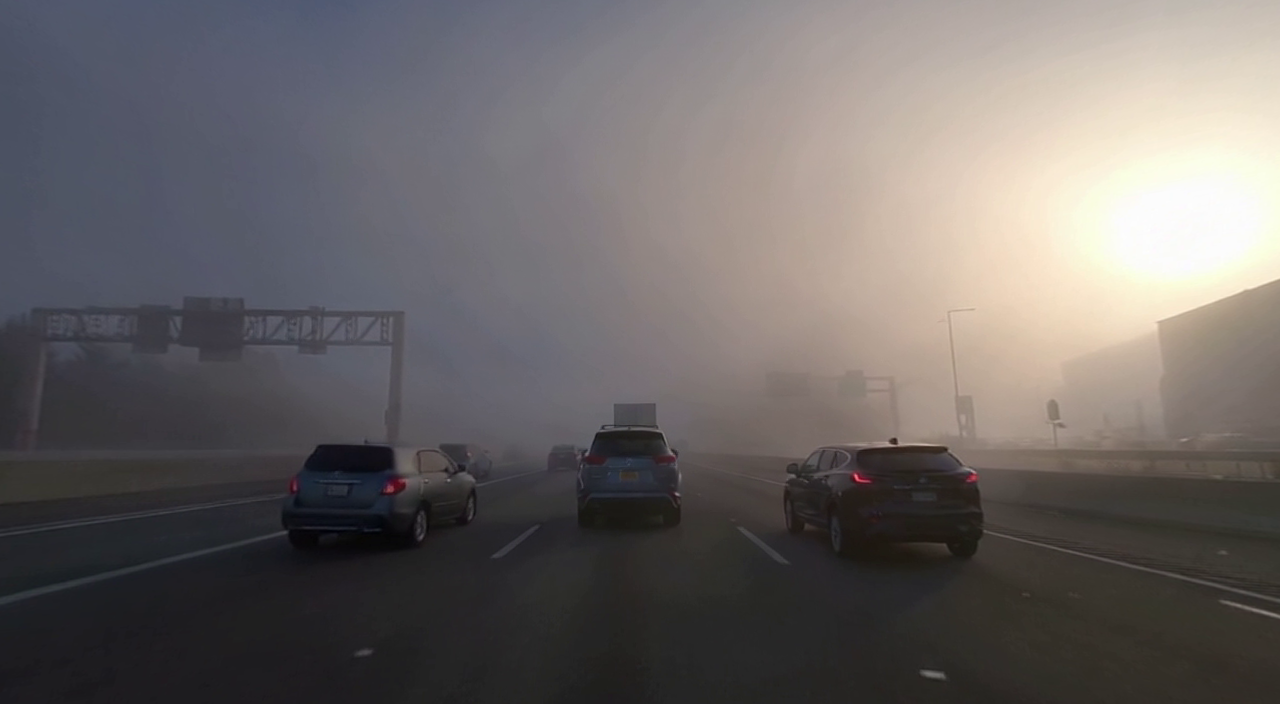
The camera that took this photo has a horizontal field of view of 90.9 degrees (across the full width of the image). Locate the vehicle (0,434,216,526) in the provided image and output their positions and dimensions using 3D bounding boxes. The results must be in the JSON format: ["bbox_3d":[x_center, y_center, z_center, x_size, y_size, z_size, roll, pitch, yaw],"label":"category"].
[{"bbox_3d":[-11.170,2.448,12.679,1.930,1.485,4.765,0,-9,1],"label":"vehicle"}]

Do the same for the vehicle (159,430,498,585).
[{"bbox_3d":[-3.490,1.827,8.315,2.132,1.464,4.481,0,-9,1],"label":"vehicle"}]

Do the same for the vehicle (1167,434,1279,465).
[{"bbox_3d":[31.818,5.300,34.351,1.805,1.536,4.325,3,-9,-18],"label":"vehicle"}]

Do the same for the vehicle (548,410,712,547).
[{"bbox_3d":[-0.144,1.960,10.326,2.152,1.779,3.924,0,-9,0],"label":"vehicle"}]

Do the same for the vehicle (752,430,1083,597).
[{"bbox_3d":[2.888,1.784,7.934,2.018,1.470,4.491,0,-9,-2],"label":"vehicle"}]
